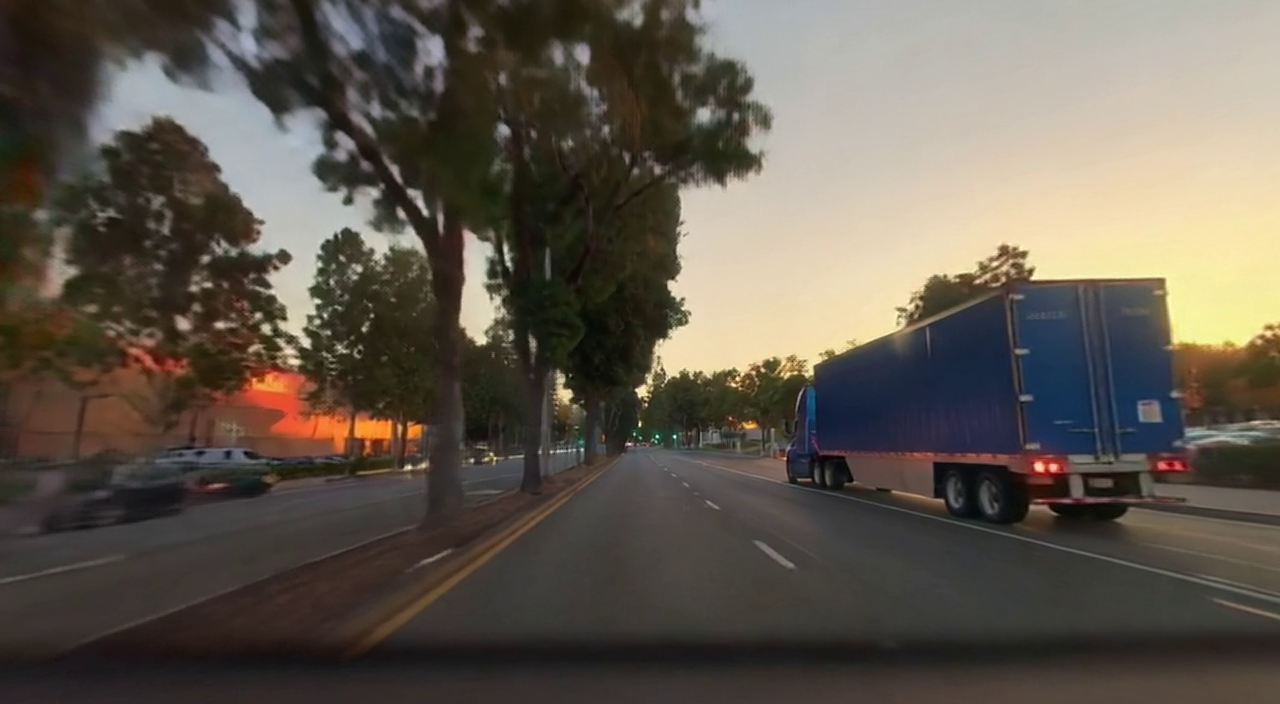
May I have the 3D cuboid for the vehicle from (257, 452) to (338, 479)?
[{"bbox_3d":[-25.446,8.404,47.038,4.900,1.808,2.103,7,-11,-39],"label":"vehicle"}]

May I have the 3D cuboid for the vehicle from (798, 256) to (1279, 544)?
[{"bbox_3d":[6.659,1.415,14.049,3.120,3.794,11.510,0,-9,-1],"label":"vehicle"}]

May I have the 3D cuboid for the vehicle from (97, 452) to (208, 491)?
[{"bbox_3d":[-26.112,6.434,34.164,2.090,1.772,5.499,-3,-10,-5],"label":"vehicle"}]

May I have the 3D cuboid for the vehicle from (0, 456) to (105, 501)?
[{"bbox_3d":[-27.970,5.743,29.077,2.037,1.764,5.556,0,-9,-4],"label":"vehicle"}]
